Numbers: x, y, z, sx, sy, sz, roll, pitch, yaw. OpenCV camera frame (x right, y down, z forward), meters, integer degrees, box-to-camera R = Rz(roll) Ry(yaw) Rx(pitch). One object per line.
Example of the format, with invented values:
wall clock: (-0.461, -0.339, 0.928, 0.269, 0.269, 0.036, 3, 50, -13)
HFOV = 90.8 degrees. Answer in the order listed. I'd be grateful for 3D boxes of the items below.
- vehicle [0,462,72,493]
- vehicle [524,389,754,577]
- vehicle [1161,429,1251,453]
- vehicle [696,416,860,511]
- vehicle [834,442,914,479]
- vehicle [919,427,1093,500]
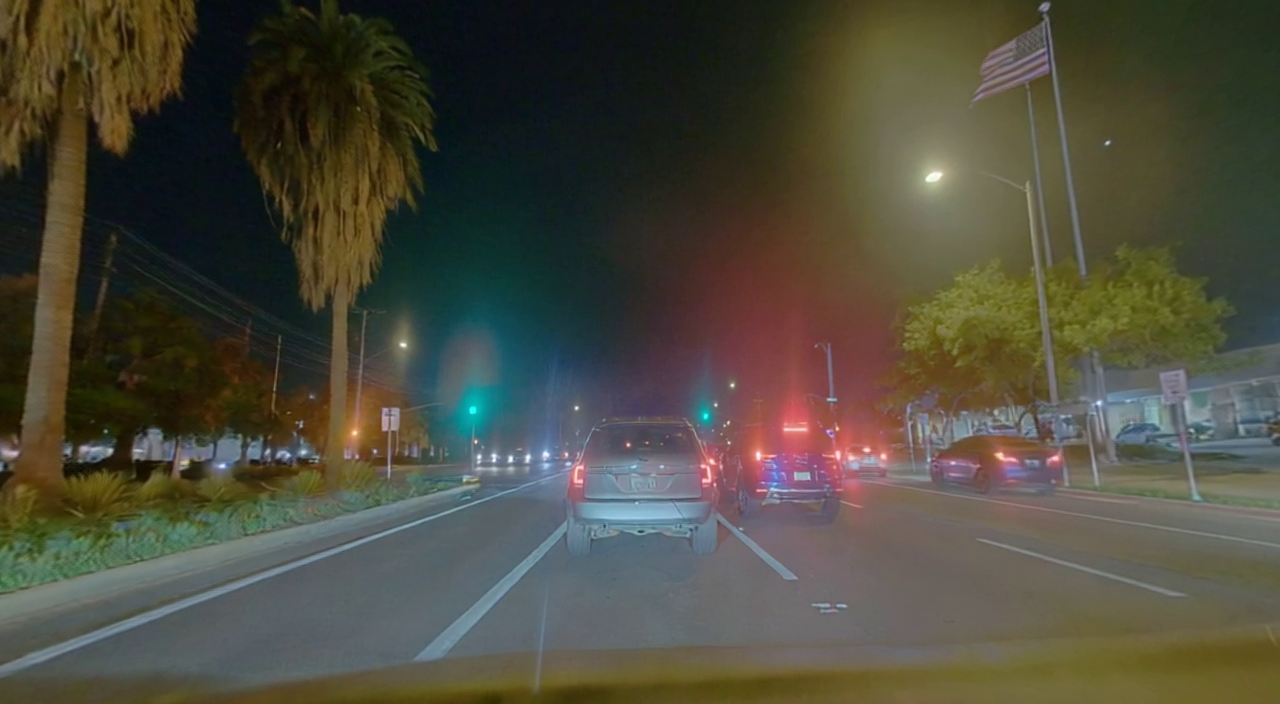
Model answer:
vehicle: (-45.644, 9.091, 45.752, 6.410, 2.078, 2.584, 0, -9, 0)
vehicle: (-0.117, 1.704, 8.965, 2.402, 1.938, 4.535, 0, -9, -3)
vehicle: (36.421, 5.763, 40.835, 1.839, 1.455, 4.395, 0, -9, 2)
vehicle: (3.245, 2.858, 16.754, 2.773, 2.021, 6.212, 0, -9, -2)
vehicle: (10.162, 4.736, 27.794, 1.855, 1.495, 4.143, 0, -9, -1)
vehicle: (10.076, 3.111, 17.952, 2.155, 1.779, 4.582, 0, -9, 0)
